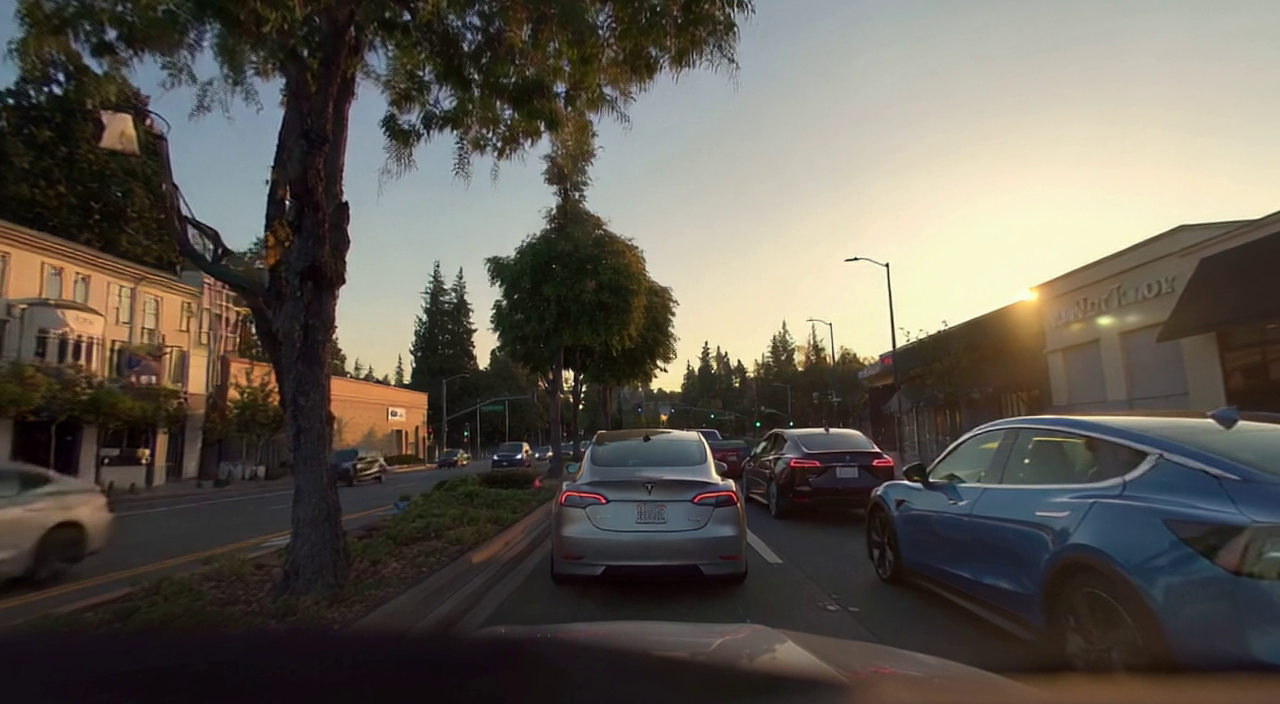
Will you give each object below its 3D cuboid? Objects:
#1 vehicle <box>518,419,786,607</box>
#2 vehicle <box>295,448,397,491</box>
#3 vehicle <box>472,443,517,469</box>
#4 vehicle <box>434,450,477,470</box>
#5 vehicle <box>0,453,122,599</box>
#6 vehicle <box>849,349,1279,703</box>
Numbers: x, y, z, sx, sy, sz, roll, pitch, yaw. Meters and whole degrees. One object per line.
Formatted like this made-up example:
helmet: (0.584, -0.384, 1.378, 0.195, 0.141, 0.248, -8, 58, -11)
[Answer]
vehicle: (0.102, 1.581, 7.085, 2.137, 1.488, 3.938, 0, -8, 0)
vehicle: (-11.509, 4.609, 25.061, 1.917, 1.506, 4.280, 0, -8, 1)
vehicle: (-10.899, 7.798, 47.566, 2.122, 1.786, 4.757, 0, -8, 2)
vehicle: (-14.570, 8.506, 49.933, 1.999, 1.462, 4.200, 0, -8, 2)
vehicle: (-7.741, 1.750, 5.982, 1.979, 1.490, 4.225, 0, -8, 1)
vehicle: (3.198, 1.127, 4.230, 2.038, 1.651, 4.455, 0, -8, 0)
